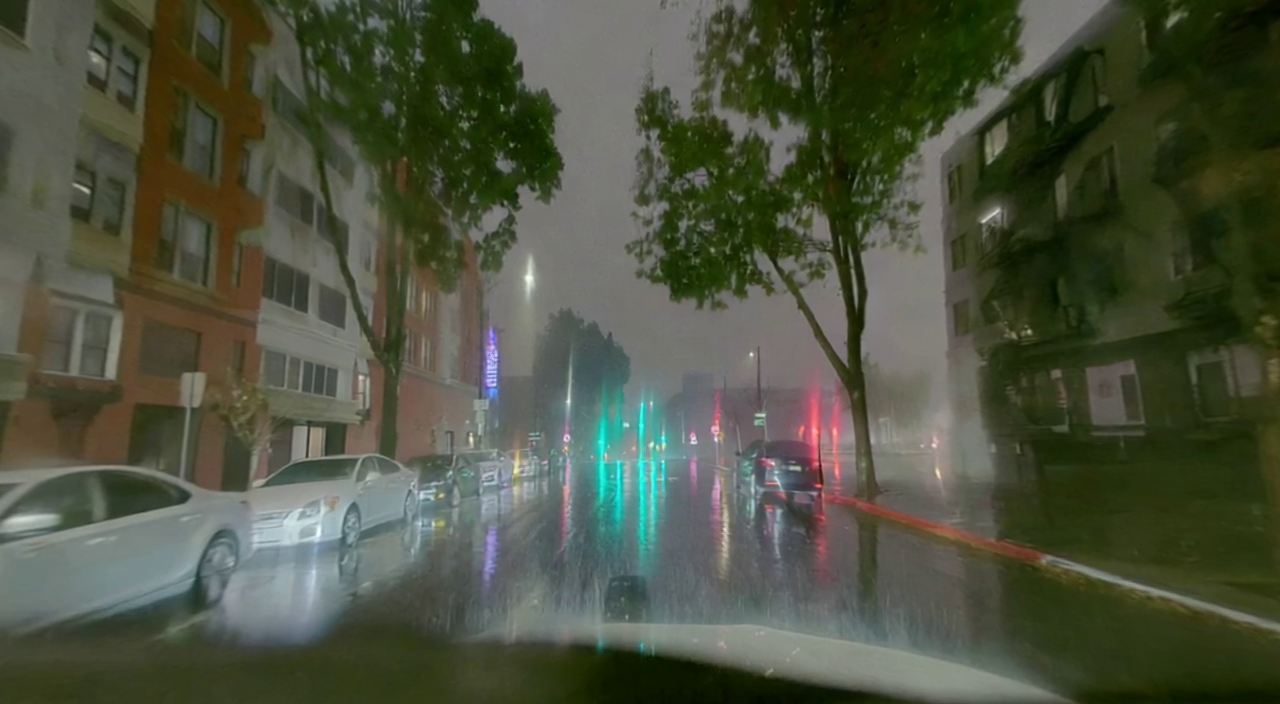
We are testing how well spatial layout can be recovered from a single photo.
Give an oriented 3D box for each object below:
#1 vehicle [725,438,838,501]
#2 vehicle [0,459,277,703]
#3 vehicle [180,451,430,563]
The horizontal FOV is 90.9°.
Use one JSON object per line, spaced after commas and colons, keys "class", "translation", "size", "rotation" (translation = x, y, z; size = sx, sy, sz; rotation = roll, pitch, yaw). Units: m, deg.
{"class": "vehicle", "translation": [3.844, 3.260, 17.937], "size": [1.978, 1.554, 4.192], "rotation": [0, -8, -4]}
{"class": "vehicle", "translation": [-4.953, 1.569, 4.627], "size": [1.931, 1.435, 4.440], "rotation": [0, -8, 0]}
{"class": "vehicle", "translation": [-5.378, 2.498, 10.956], "size": [2.089, 1.463, 4.350], "rotation": [0, -8, -2]}
